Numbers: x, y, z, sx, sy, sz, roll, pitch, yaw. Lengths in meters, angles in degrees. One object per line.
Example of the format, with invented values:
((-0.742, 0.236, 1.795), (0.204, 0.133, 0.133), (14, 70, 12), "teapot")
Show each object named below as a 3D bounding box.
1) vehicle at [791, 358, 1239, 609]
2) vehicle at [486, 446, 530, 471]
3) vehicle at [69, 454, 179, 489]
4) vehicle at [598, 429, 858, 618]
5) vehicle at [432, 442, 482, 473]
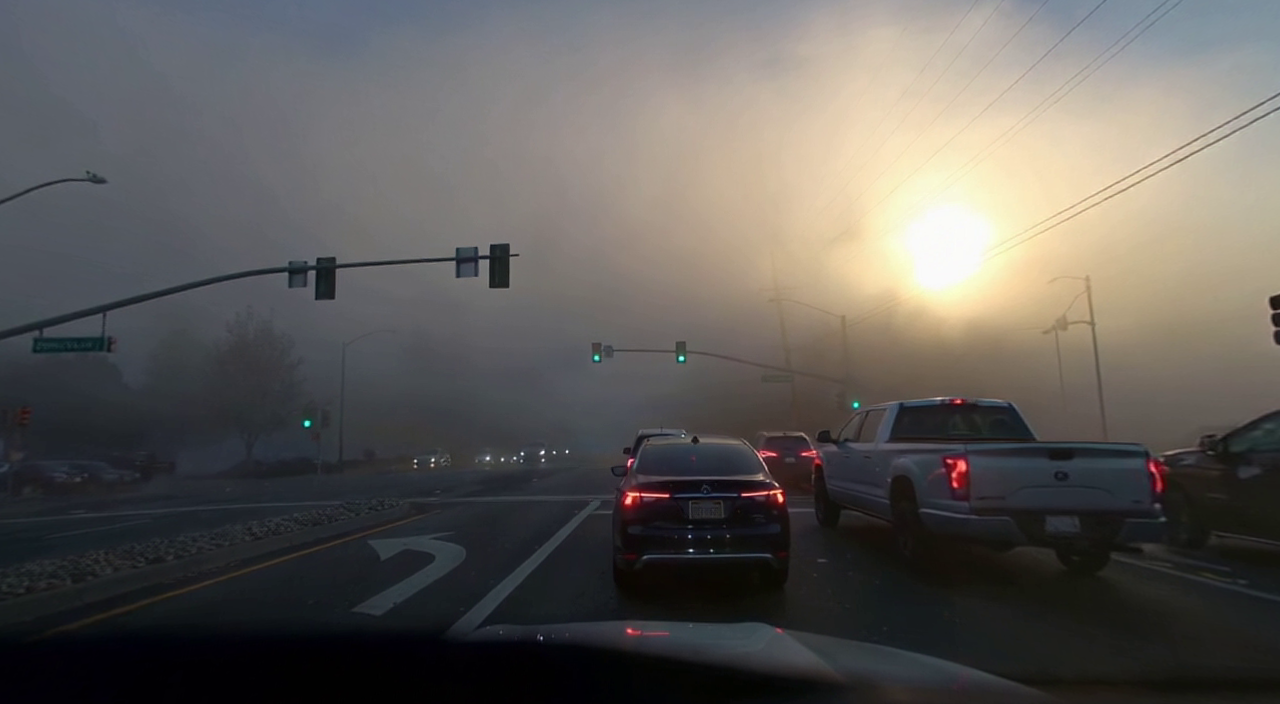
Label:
((3.815, 1.491, 8.070), (2.358, 2.116, 5.328), (0, -8, -1), "vehicle")
((-8.408, 6.815, 40.477), (2.002, 1.469, 4.301), (0, -8, -1), "vehicle")
((-29.078, 6.703, 35.600), (4.789, 1.828, 2.025), (-2, -9, 10), "vehicle")
((0.604, 1.612, 6.874), (2.038, 1.447, 3.756), (0, -8, -3), "vehicle")
((-11.879, 6.846, 41.227), (1.991, 1.844, 4.393), (0, -8, 0), "vehicle")
